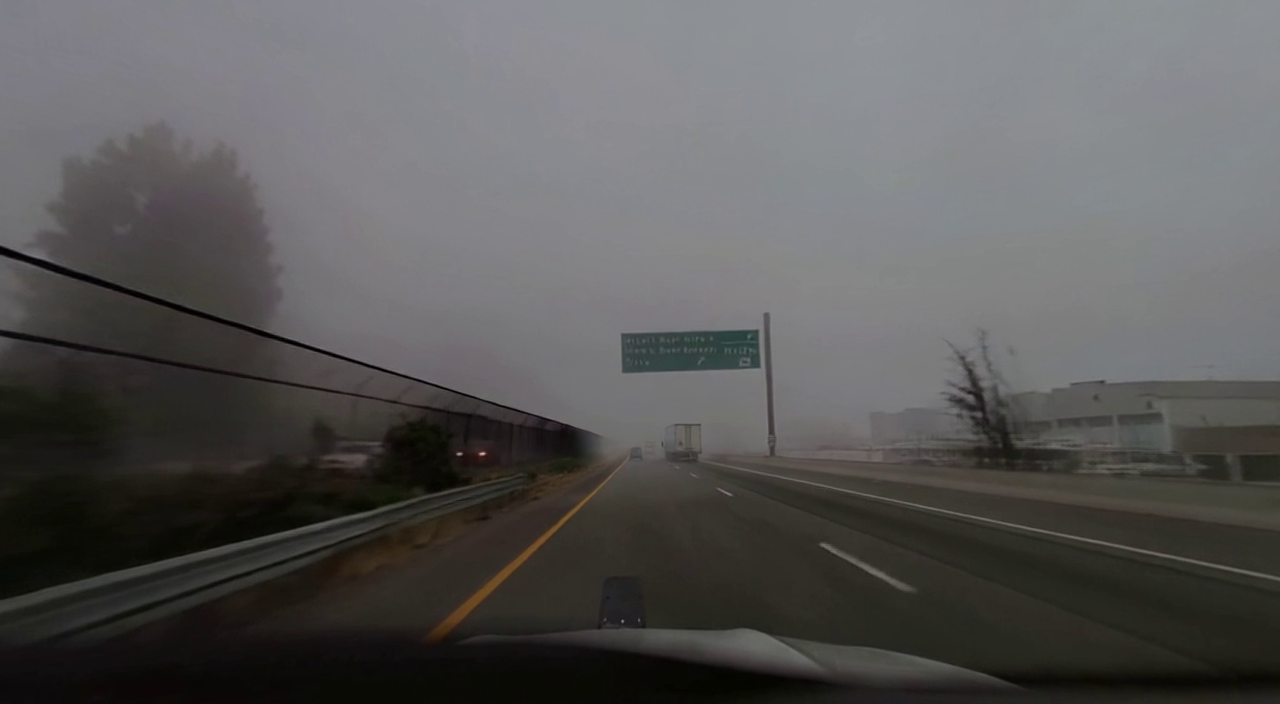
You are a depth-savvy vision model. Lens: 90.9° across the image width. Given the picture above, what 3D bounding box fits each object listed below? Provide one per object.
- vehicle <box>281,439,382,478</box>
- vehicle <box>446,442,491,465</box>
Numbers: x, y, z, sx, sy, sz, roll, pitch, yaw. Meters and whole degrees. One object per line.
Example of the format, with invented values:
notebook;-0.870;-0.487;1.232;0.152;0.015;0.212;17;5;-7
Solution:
vehicle;-12.932;4.491;26.829;1.890;1.474;4.672;0;-9;1
vehicle;-12.217;7.234;45.158;1.914;1.562;4.690;0;-9;0
